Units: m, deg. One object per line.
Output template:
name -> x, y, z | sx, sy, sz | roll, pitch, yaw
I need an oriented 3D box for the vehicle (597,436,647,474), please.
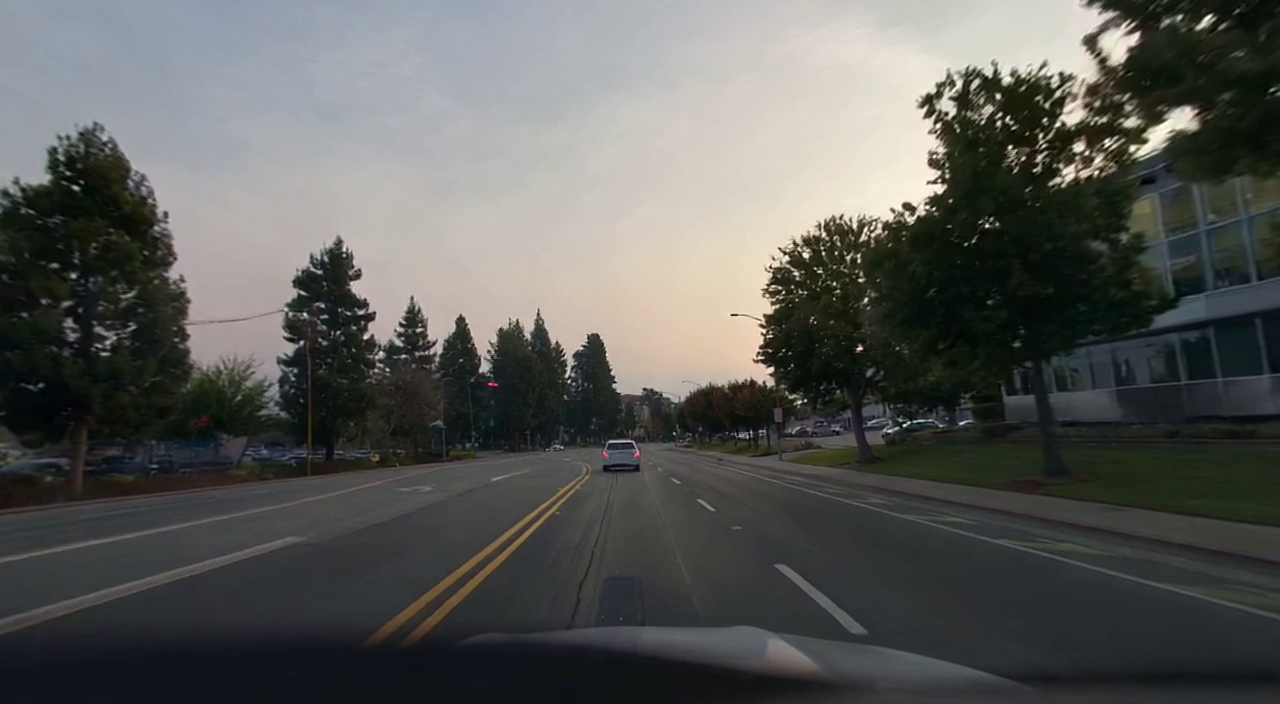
vehicle -> -0.875, 4.846, 29.985 | 2.181, 1.639, 4.127 | 0, -9, -2
